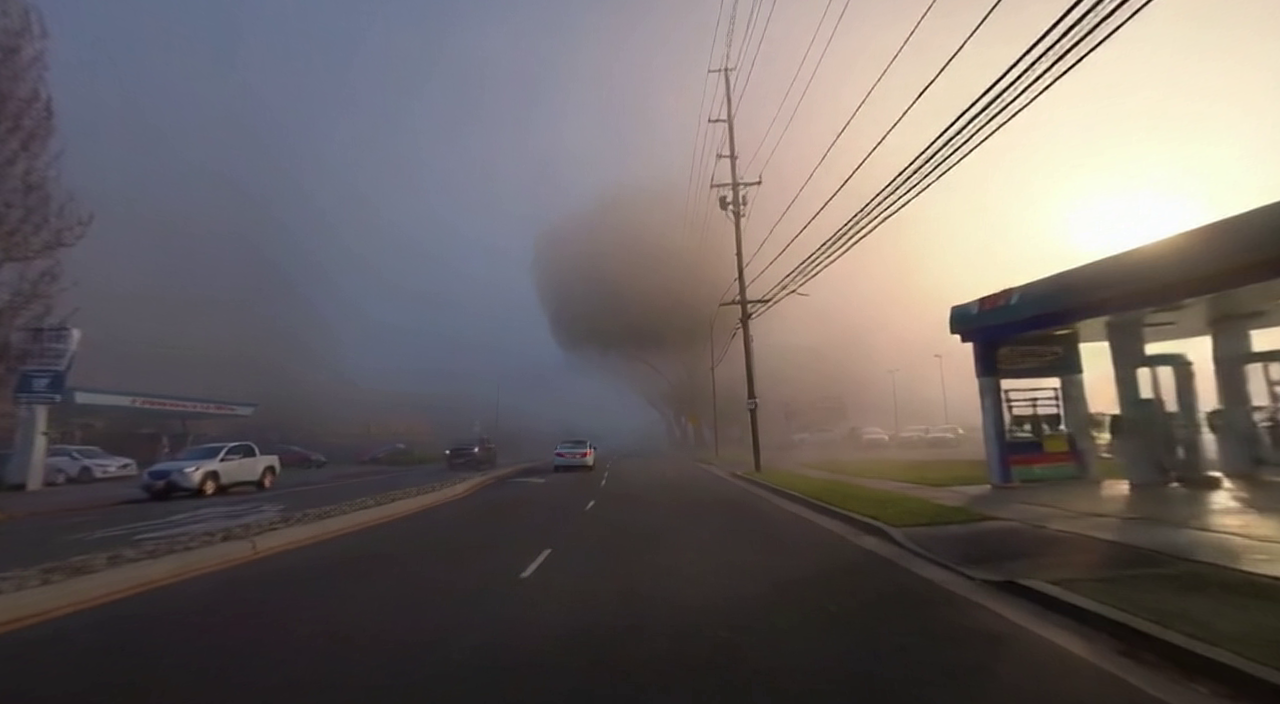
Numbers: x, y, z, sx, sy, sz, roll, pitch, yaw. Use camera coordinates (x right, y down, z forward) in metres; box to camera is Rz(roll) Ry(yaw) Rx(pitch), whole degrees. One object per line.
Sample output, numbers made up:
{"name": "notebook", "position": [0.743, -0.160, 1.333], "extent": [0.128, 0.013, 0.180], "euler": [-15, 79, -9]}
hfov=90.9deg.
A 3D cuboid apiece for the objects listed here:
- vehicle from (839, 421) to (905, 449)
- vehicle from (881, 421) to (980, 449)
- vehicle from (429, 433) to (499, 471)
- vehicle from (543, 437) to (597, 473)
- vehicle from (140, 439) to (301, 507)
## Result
{"name": "vehicle", "position": [17.491, 6.260, 47.805], "extent": [2.020, 1.972, 4.983], "euler": [2, -7, -17]}
{"name": "vehicle", "position": [17.414, 5.006, 37.971], "extent": [4.943, 1.646, 2.072], "euler": [0, -8, -2]}
{"name": "vehicle", "position": [-10.193, 5.827, 37.042], "extent": [2.437, 2.069, 5.159], "euler": [-1, -8, 2]}
{"name": "vehicle", "position": [-3.151, 4.730, 29.154], "extent": [2.073, 1.525, 3.968], "euler": [0, -8, -1]}
{"name": "vehicle", "position": [-14.968, 4.274, 22.958], "extent": [2.353, 2.144, 4.847], "euler": [-1, -8, 2]}
